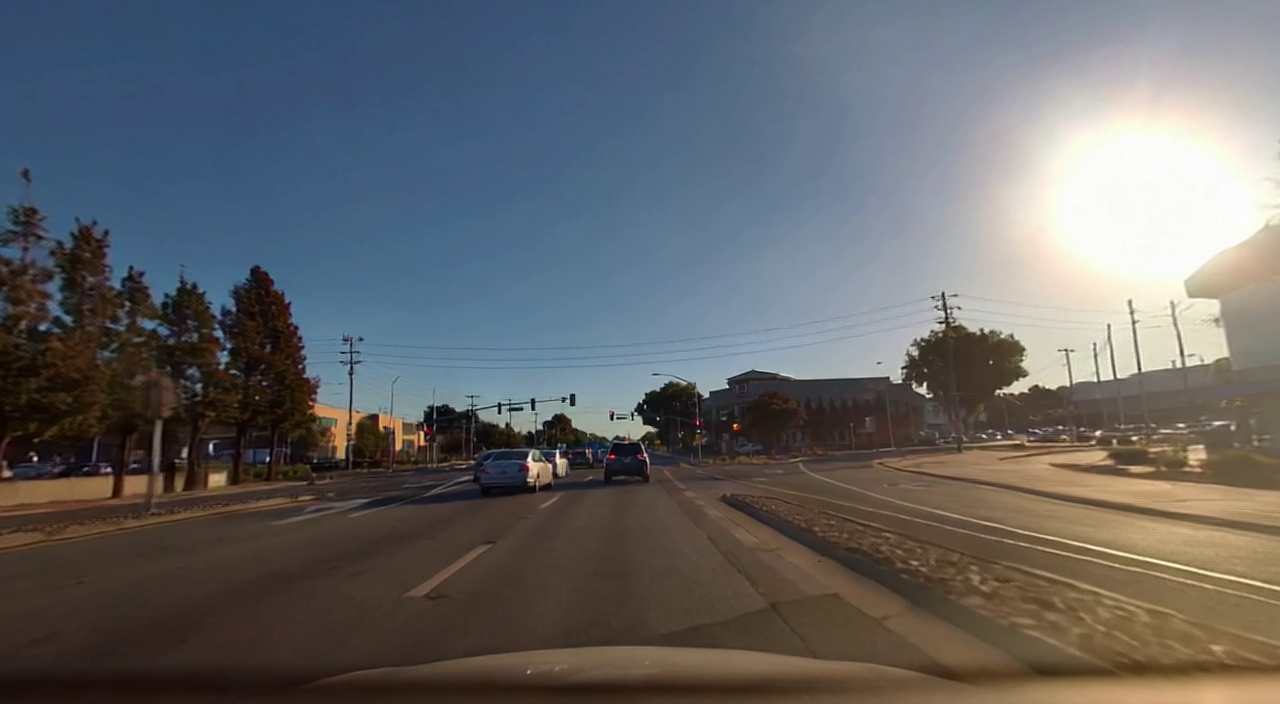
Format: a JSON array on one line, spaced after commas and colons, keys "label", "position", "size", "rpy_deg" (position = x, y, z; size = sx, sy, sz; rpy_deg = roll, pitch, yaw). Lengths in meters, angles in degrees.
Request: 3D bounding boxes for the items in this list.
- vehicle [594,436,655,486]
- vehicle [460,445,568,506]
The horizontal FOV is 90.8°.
[{"label": "vehicle", "position": [-0.581, 4.381, 25.688], "size": [2.276, 1.850, 3.897], "rpy_deg": [0, -8, 0]}, {"label": "vehicle", "position": [-3.368, 3.384, 17.818], "size": [2.064, 1.464, 4.373], "rpy_deg": [0, -8, 1]}]
